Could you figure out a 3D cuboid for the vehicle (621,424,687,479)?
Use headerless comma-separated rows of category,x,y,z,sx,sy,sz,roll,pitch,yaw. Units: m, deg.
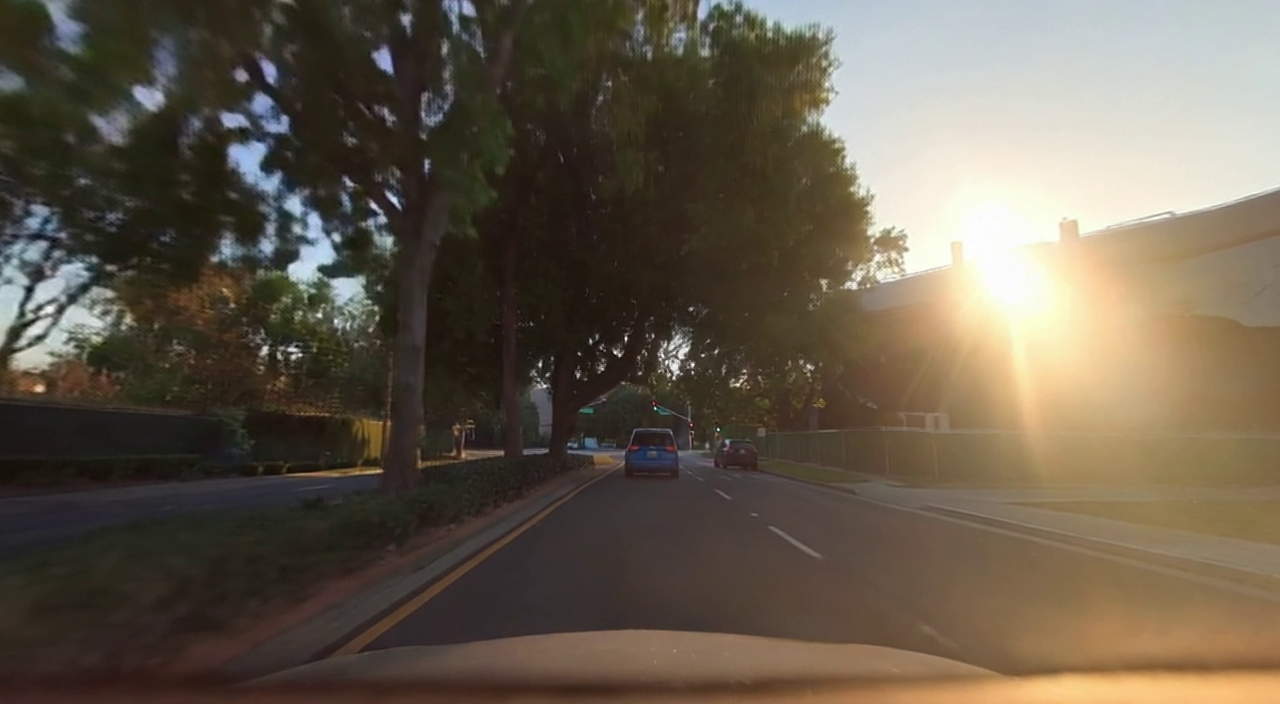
vehicle,0.557,3.893,24.827,2.386,1.947,4.168,-1,-8,2

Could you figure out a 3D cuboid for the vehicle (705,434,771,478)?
vehicle,4.175,4.531,27.688,2.138,1.699,4.852,0,-8,0
